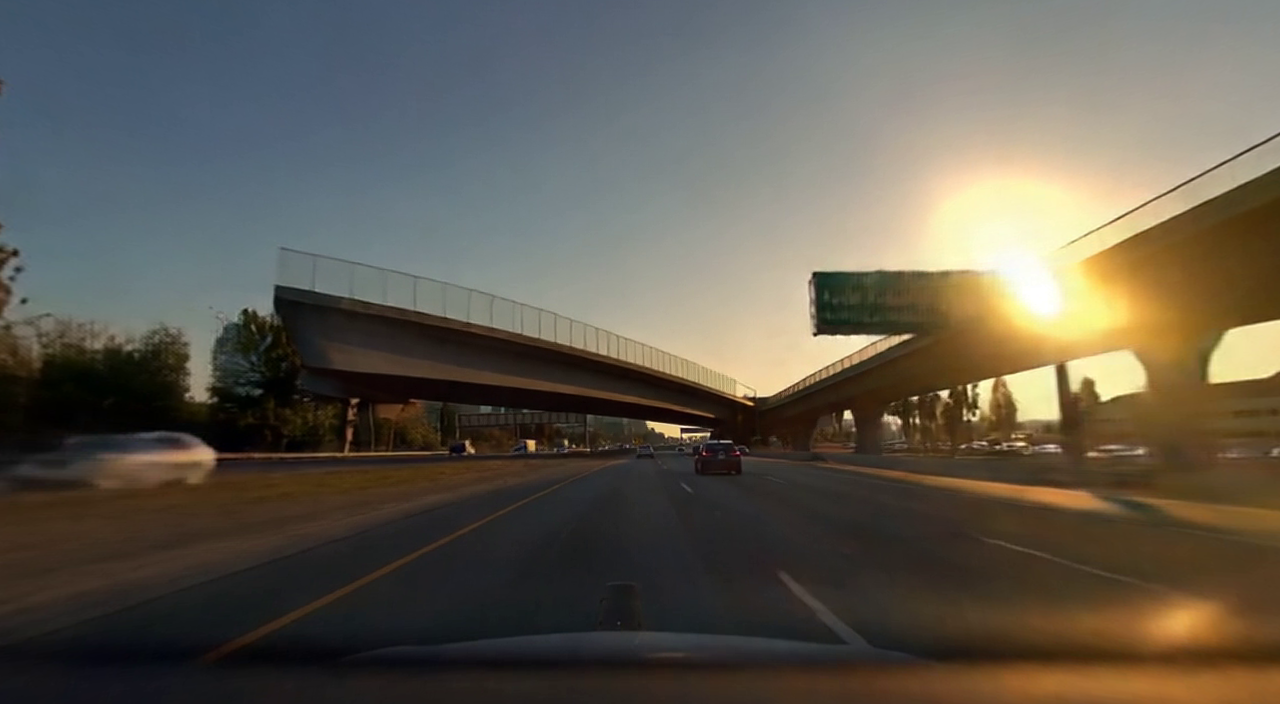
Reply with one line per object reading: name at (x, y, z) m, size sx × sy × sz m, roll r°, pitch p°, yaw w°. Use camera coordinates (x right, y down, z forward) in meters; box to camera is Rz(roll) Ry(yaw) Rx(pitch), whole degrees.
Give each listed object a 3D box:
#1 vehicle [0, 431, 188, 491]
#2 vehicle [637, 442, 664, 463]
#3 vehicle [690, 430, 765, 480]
vehicle at (-20.144, 3.959, 23.316) m, size 2.145 × 1.895 × 6.330 m, roll 0°, pitch -9°, yaw 1°
vehicle at (0.838, 7.734, 48.709) m, size 2.046 × 1.475 × 3.784 m, roll 0°, pitch -9°, yaw 2°
vehicle at (3.322, 4.064, 25.150) m, size 2.226 × 1.779 × 4.835 m, roll 0°, pitch -9°, yaw -1°
